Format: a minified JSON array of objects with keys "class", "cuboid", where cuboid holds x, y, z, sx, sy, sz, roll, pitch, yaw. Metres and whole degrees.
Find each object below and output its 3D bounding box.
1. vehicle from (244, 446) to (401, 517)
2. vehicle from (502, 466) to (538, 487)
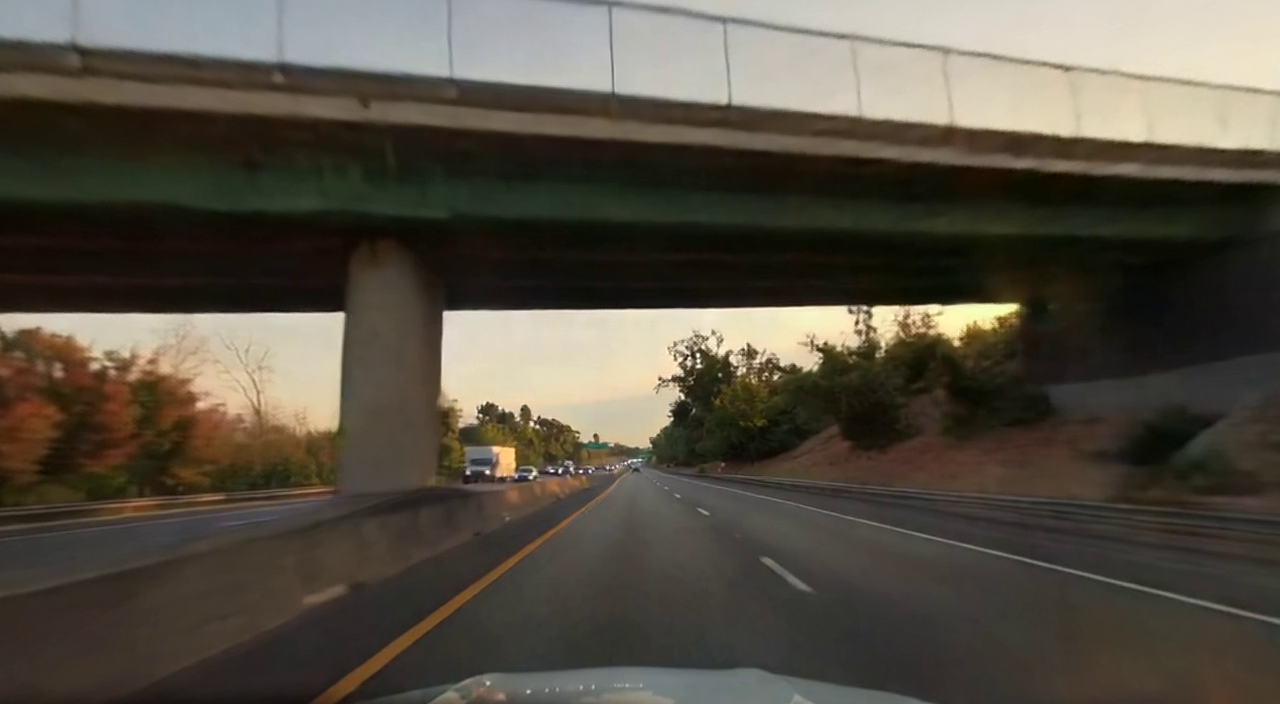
[{"class":"vehicle","cuboid":[-9.085,3.779,18.580,2.142,1.773,4.793,1,-10,-1]},{"class":"vehicle","cuboid":[-9.230,9.613,48.606,1.919,1.507,3.887,1,-10,1]}]
